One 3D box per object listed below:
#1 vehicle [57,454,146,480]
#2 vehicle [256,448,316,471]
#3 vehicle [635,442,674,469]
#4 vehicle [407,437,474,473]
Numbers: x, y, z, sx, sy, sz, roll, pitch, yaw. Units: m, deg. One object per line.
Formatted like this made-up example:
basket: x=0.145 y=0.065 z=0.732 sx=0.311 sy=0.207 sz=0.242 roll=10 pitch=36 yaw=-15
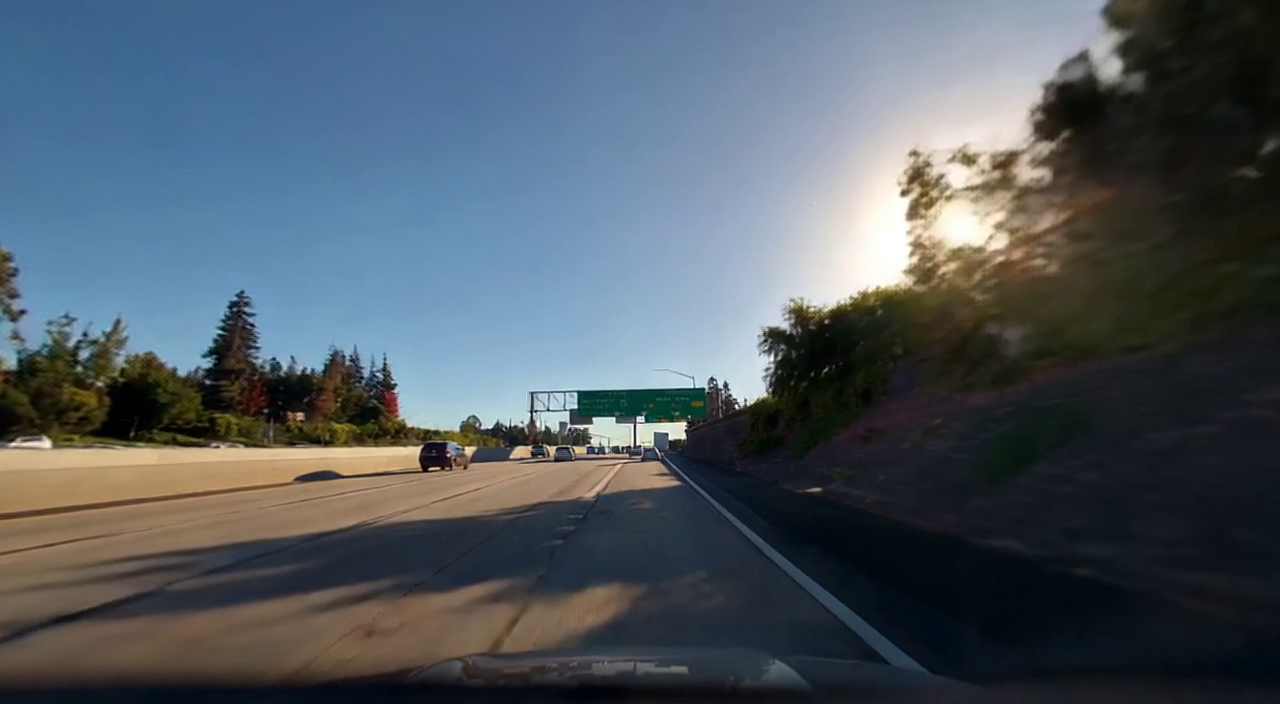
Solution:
vehicle: x=-35.518 y=7.578 z=41.777 sx=1.982 sy=1.507 sz=4.757 roll=0 pitch=-8 yaw=-4
vehicle: x=-25.948 y=7.866 z=46.392 sx=2.003 sy=1.506 sz=4.340 roll=-1 pitch=-8 yaw=-2
vehicle: x=0.837 y=6.054 z=37.080 sx=2.137 sy=1.461 sz=3.999 roll=-1 pitch=-8 yaw=1
vehicle: x=-11.033 y=5.712 z=35.221 sx=2.246 sy=1.812 sz=4.740 roll=-1 pitch=-8 yaw=-1
